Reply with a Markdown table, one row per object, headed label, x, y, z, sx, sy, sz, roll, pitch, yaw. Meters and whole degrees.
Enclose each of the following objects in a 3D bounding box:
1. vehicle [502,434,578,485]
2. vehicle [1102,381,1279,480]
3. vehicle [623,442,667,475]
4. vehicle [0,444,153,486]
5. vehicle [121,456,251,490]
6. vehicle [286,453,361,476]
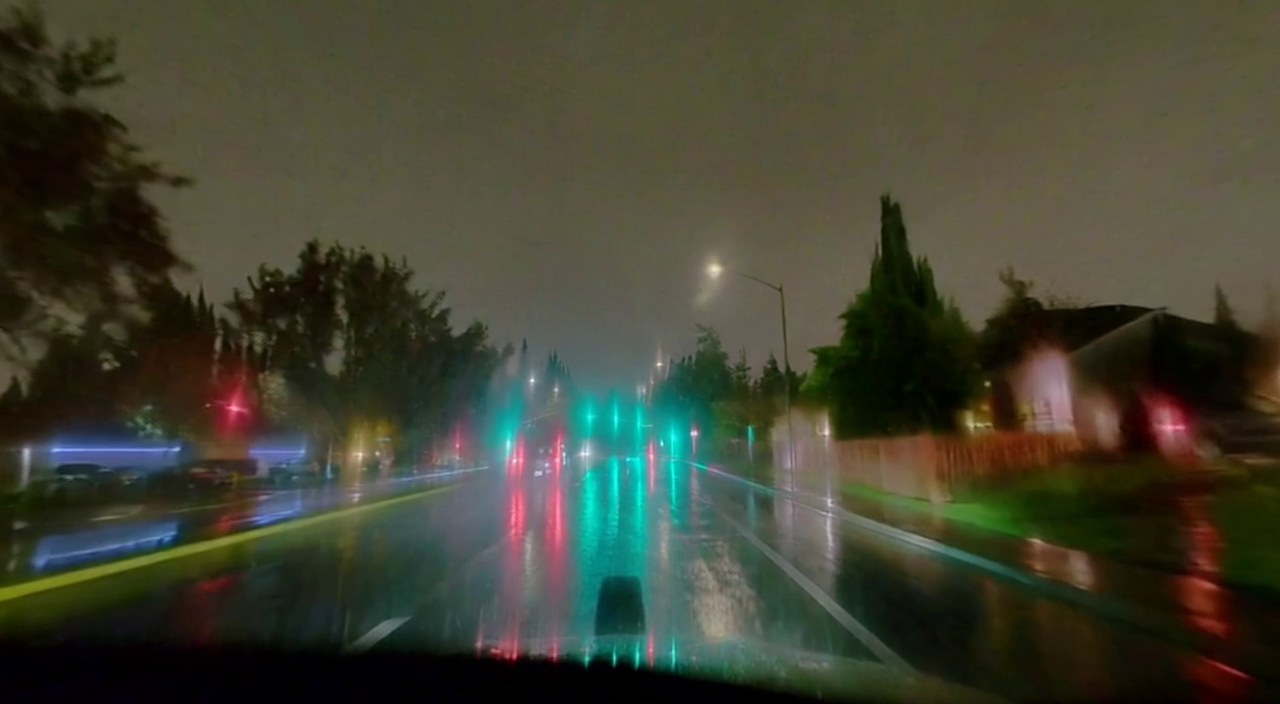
| label | x | y | z | sx | sy | sz | roll | pitch | yaw |
| --- | --- | --- | --- | --- | --- | --- | --- | --- | --- |
| vehicle | -3.692 | 4.074 | 24.241 | 2.157 | 1.771 | 4.452 | 0 | -8 | 1 |
| vehicle | 15.651 | 1.822 | 15.681 | 6.374 | 2.098 | 2.415 | -3 | -8 | -1 |
| vehicle | 0.223 | 5.246 | 31.329 | 2.062 | 1.518 | 3.901 | 0 | -8 | 0 |
| vehicle | -27.743 | 5.552 | 31.206 | 5.466 | 1.963 | 2.174 | 0 | -8 | 0 |
| vehicle | -22.015 | 5.874 | 30.802 | 4.792 | 1.551 | 1.931 | 0 | -8 | -1 |
| vehicle | -22.792 | 8.118 | 45.598 | 4.460 | 1.546 | 1.853 | -1 | -8 | 7 |
